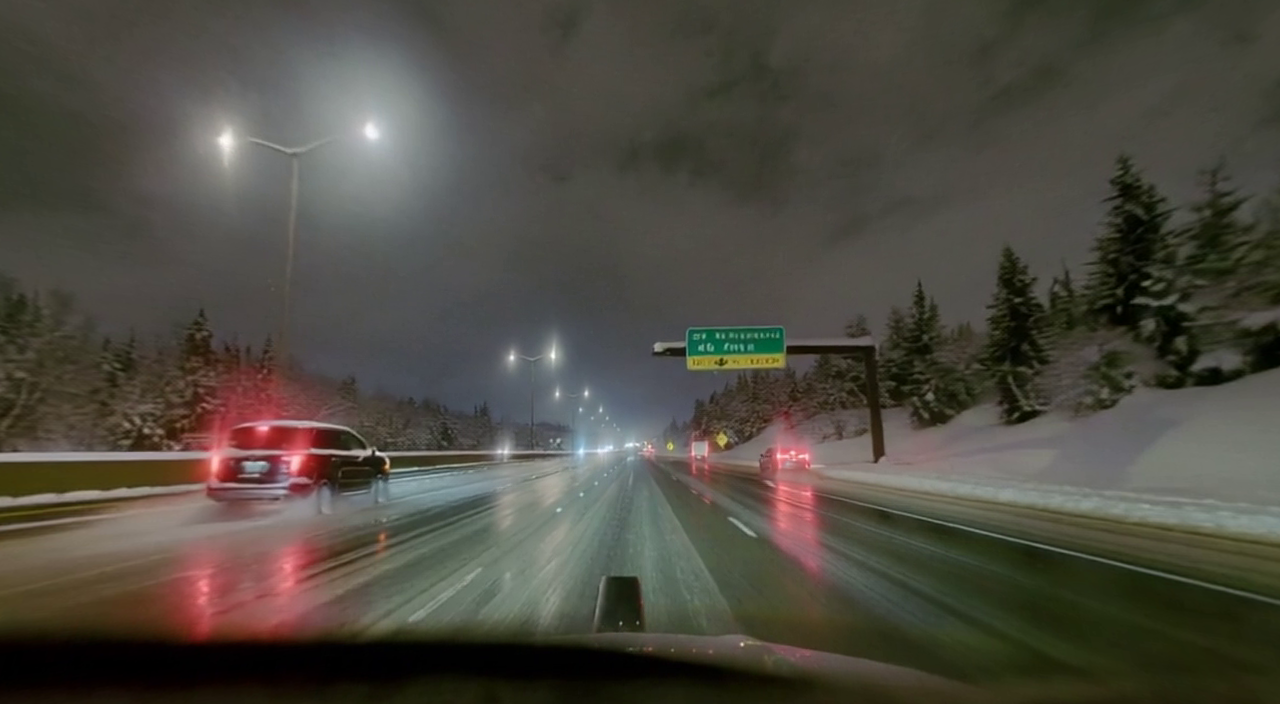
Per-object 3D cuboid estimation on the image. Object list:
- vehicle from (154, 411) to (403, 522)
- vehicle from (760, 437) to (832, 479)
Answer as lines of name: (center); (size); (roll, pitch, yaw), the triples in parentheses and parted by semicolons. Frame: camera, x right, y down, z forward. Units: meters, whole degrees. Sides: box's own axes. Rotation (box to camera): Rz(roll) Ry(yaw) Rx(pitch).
vehicle: (-7.568, 2.483, 14.094); (2.431, 2.005, 5.166); (0, -9, 1)
vehicle: (7.073, 4.879, 29.114); (2.167, 1.781, 4.340); (0, -9, -1)
